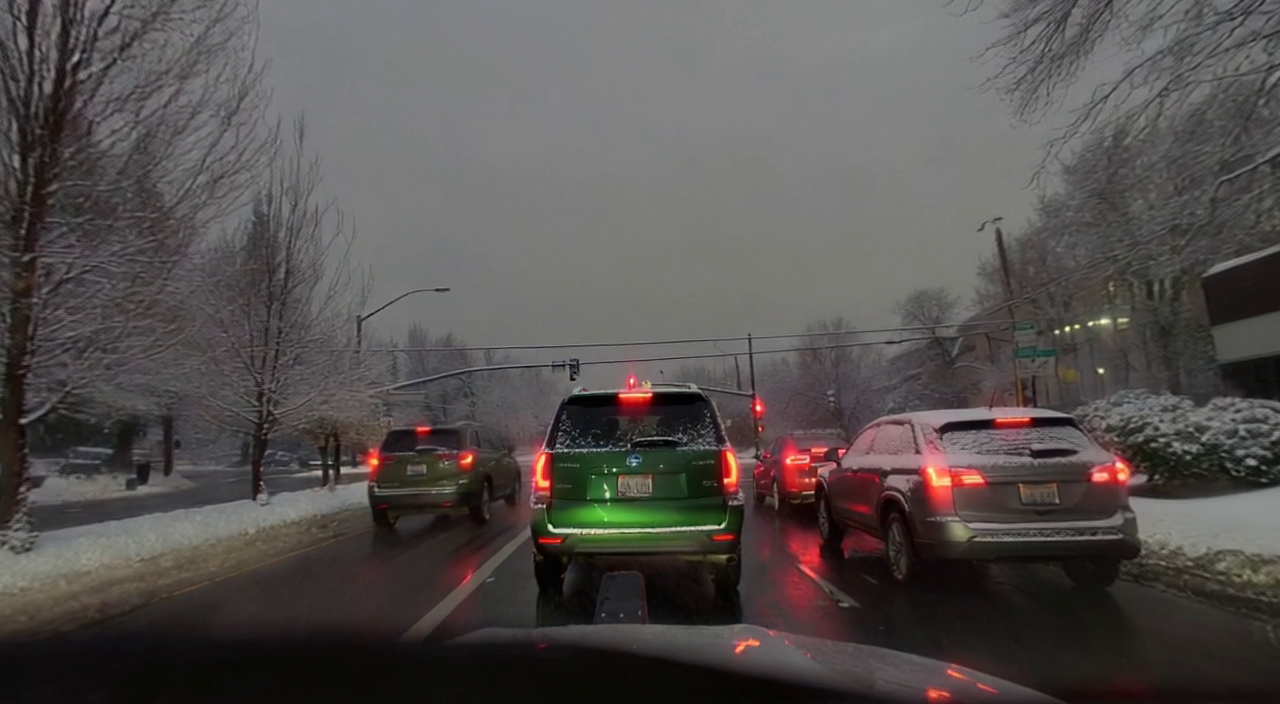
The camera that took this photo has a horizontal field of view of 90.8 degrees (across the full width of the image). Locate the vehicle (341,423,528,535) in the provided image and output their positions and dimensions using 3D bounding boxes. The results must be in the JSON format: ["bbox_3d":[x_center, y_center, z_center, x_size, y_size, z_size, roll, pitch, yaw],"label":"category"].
[{"bbox_3d":[-3.399,2.176,11.408,1.961,1.639,4.064,0,-9,0],"label":"vehicle"}]

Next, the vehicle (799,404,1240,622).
[{"bbox_3d":[3.473,1.560,7.077,2.202,1.657,4.298,0,-9,-1],"label":"vehicle"}]

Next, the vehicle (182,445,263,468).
[{"bbox_3d":[-29.998,7.509,45.454,4.403,1.532,1.914,0,-8,-3],"label":"vehicle"}]

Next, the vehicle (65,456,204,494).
[{"bbox_3d":[-22.291,5.423,28.200,2.312,1.443,4.684,0,-9,1],"label":"vehicle"}]

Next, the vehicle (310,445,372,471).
[{"bbox_3d":[-22.139,7.832,47.043,1.993,1.844,5.316,0,-9,0],"label":"vehicle"}]

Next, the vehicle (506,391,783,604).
[{"bbox_3d":[0.020,1.495,7.263,2.294,1.761,3.857,0,-9,-1],"label":"vehicle"}]
